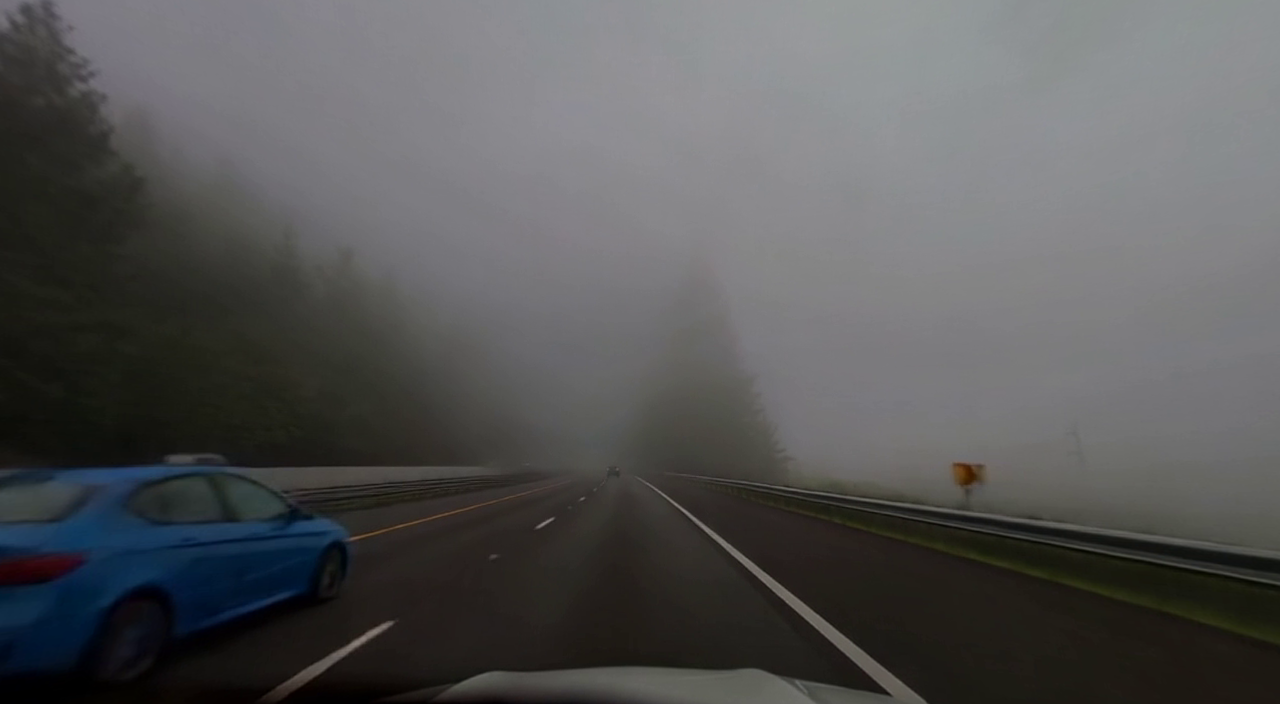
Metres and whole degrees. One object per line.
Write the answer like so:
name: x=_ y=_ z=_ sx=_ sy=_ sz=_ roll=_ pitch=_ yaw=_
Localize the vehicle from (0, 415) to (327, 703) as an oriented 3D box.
vehicle: x=-3.724 y=1.151 z=3.457 sx=2.040 sy=1.465 sz=3.744 roll=1 pitch=-11 yaw=0
